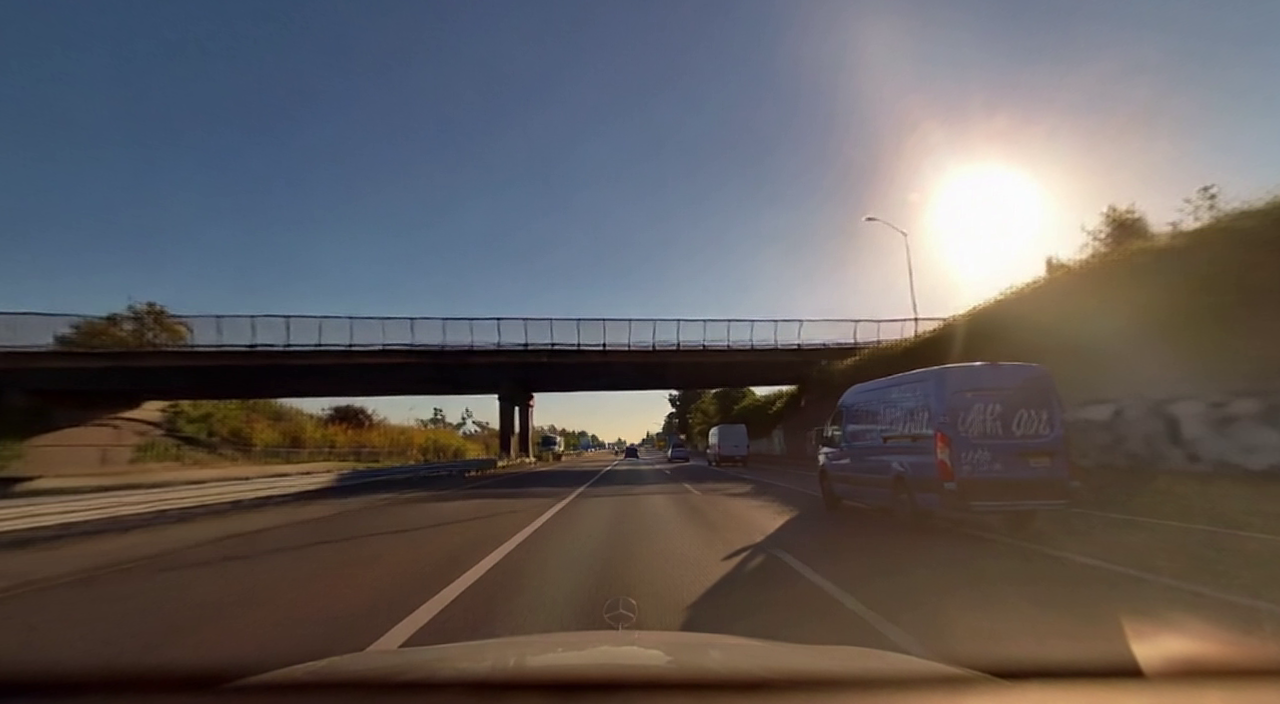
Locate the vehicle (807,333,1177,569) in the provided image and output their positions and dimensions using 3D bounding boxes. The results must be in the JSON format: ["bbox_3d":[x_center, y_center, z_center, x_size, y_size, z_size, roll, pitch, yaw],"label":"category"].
[{"bbox_3d":[4.709,1.521,9.964,2.283,2.631,5.719,0,-9,-2],"label":"vehicle"}]

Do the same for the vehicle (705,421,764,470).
[{"bbox_3d":[6.596,6.740,45.230,2.761,3.225,7.624,0,-9,-2],"label":"vehicle"}]

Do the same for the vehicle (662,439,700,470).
[{"bbox_3d":[2.692,6.916,42.491,2.007,1.943,5.010,0,-9,-2],"label":"vehicle"}]
